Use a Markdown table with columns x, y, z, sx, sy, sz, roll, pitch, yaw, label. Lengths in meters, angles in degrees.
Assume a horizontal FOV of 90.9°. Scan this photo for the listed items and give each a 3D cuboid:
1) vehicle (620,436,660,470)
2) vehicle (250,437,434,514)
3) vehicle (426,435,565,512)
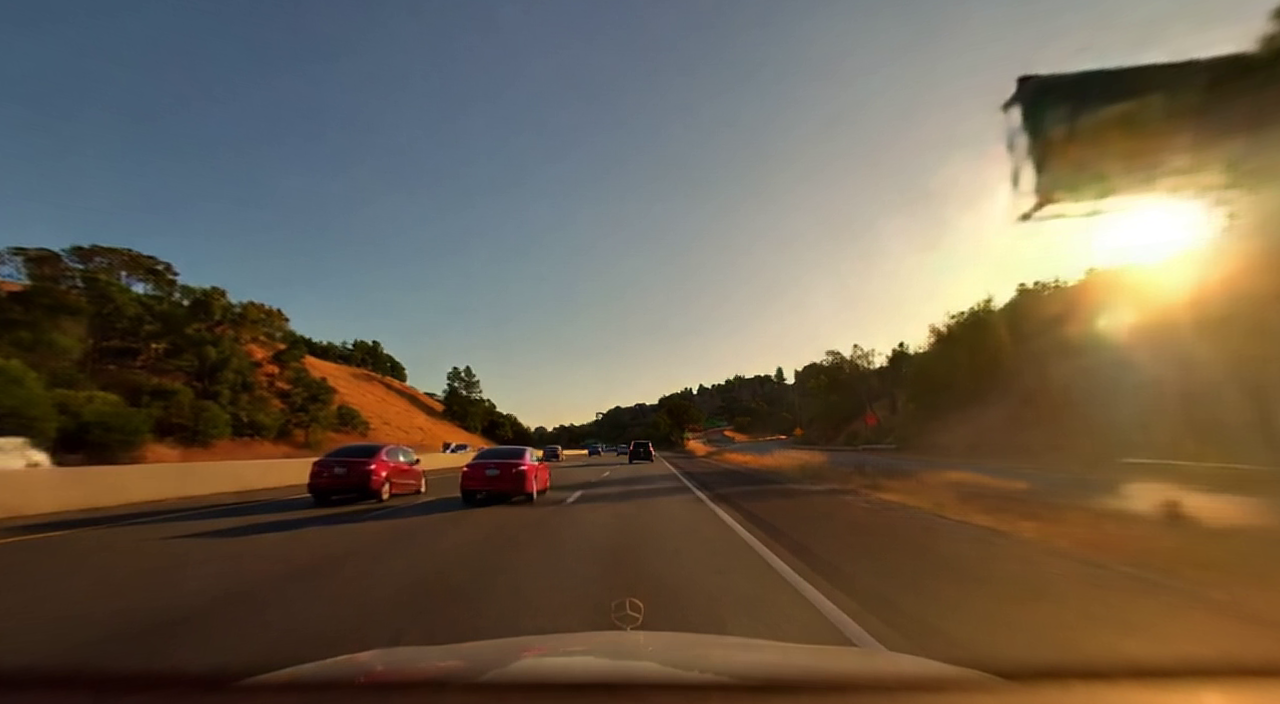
| x | y | z | sx | sy | sz | roll | pitch | yaw | label |
| --- | --- | --- | --- | --- | --- | --- | --- | --- | --- |
| 0.060 | 6.297 | 39.516 | 2.309 | 1.915 | 5.130 | -1 | -9 | 1 | vehicle |
| -6.778 | 2.843 | 15.059 | 2.009 | 1.519 | 4.697 | -1 | -9 | 1 | vehicle |
| -3.336 | 2.920 | 15.756 | 2.139 | 1.589 | 5.102 | -1 | -9 | 2 | vehicle |
